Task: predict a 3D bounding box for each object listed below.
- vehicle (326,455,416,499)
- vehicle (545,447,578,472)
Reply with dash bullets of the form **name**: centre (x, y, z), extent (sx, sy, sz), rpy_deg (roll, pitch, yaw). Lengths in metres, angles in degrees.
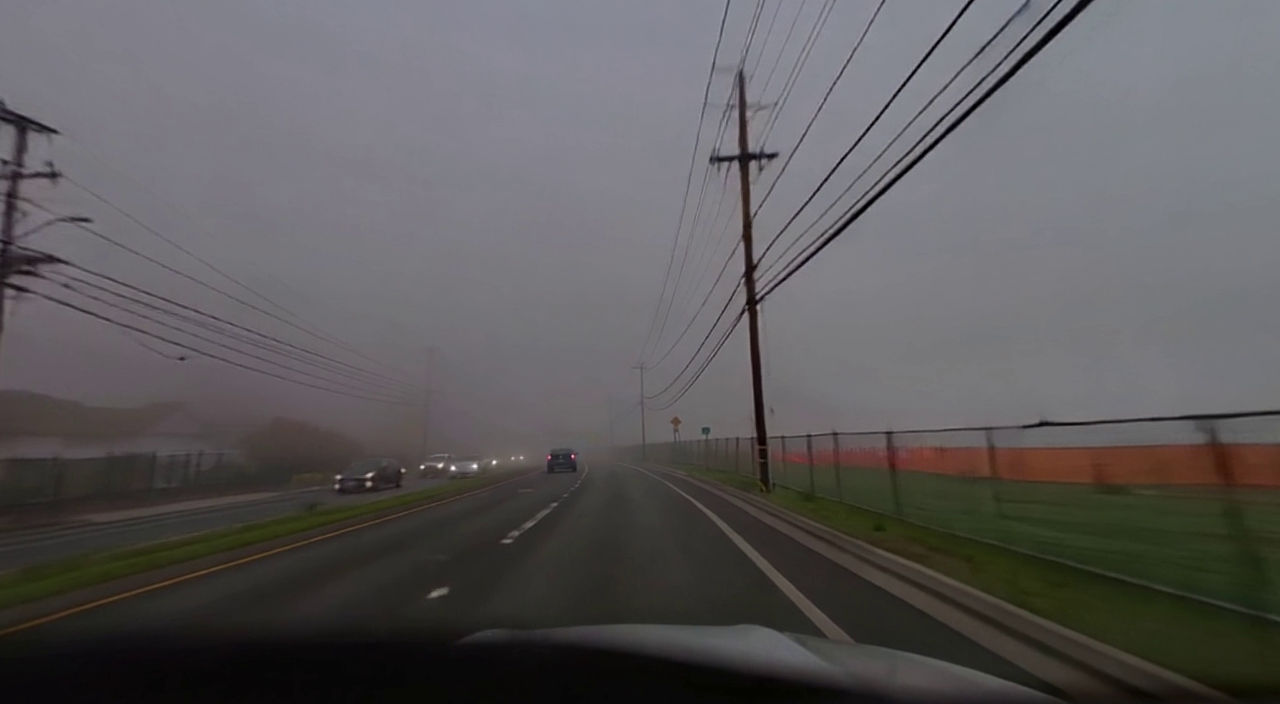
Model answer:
- **vehicle**: centre (-10.770, 5.001, 25.596), extent (1.911, 1.508, 4.448), rpy_deg (0, -9, -3)
- **vehicle**: centre (-5.139, 7.084, 41.764), extent (1.992, 1.515, 4.289), rpy_deg (0, -9, -4)
